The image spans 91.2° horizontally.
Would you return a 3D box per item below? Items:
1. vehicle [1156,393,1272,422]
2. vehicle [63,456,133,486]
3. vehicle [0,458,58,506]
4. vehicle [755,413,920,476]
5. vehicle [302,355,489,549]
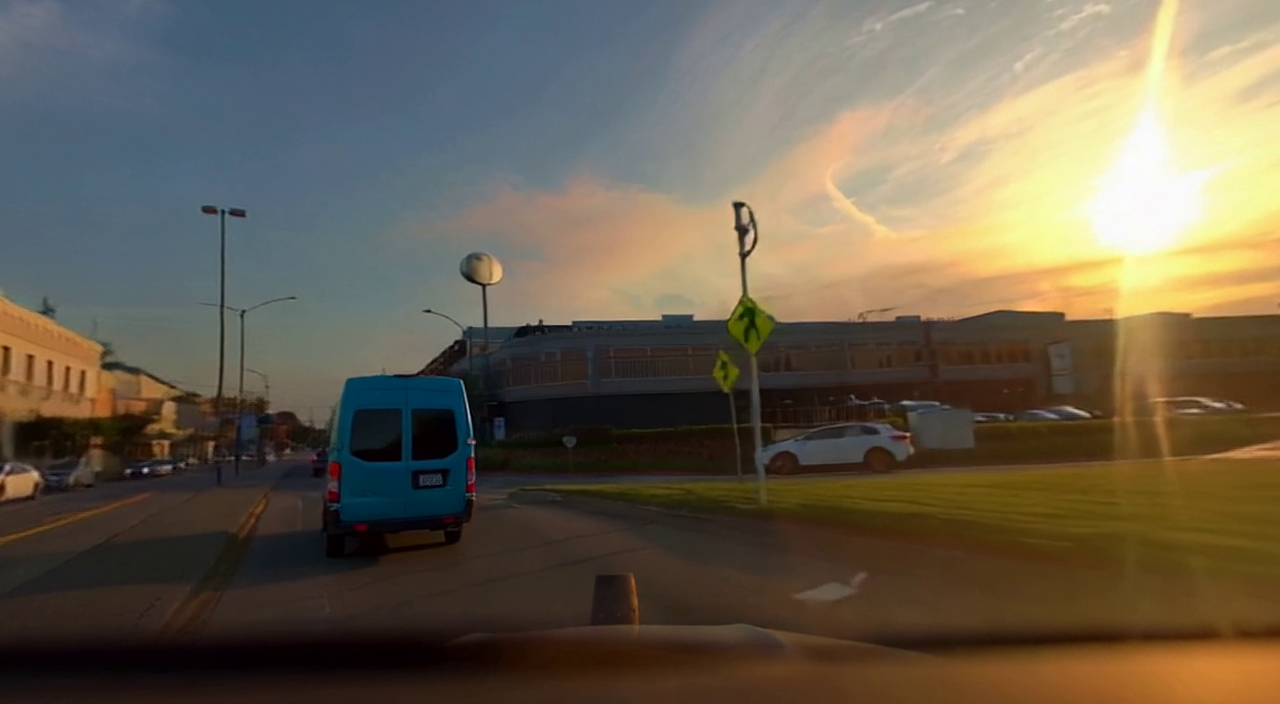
[{"bbox_3d":[36.411,3.613,39.916,2.003,1.520,4.883,4,-10,-26],"label":"vehicle"},{"bbox_3d":[-33.829,7.389,39.274,1.938,1.688,4.523,3,-9,-23],"label":"vehicle"},{"bbox_3d":[-24.831,5.095,24.481,2.114,1.668,3.747,-1,-8,-28],"label":"vehicle"},{"bbox_3d":[5.461,2.632,17.662,4.109,1.592,2.008,-3,-9,16],"label":"vehicle"},{"bbox_3d":[-4.735,1.801,11.611,2.432,2.624,5.670,4,-10,-27],"label":"vehicle"}]
